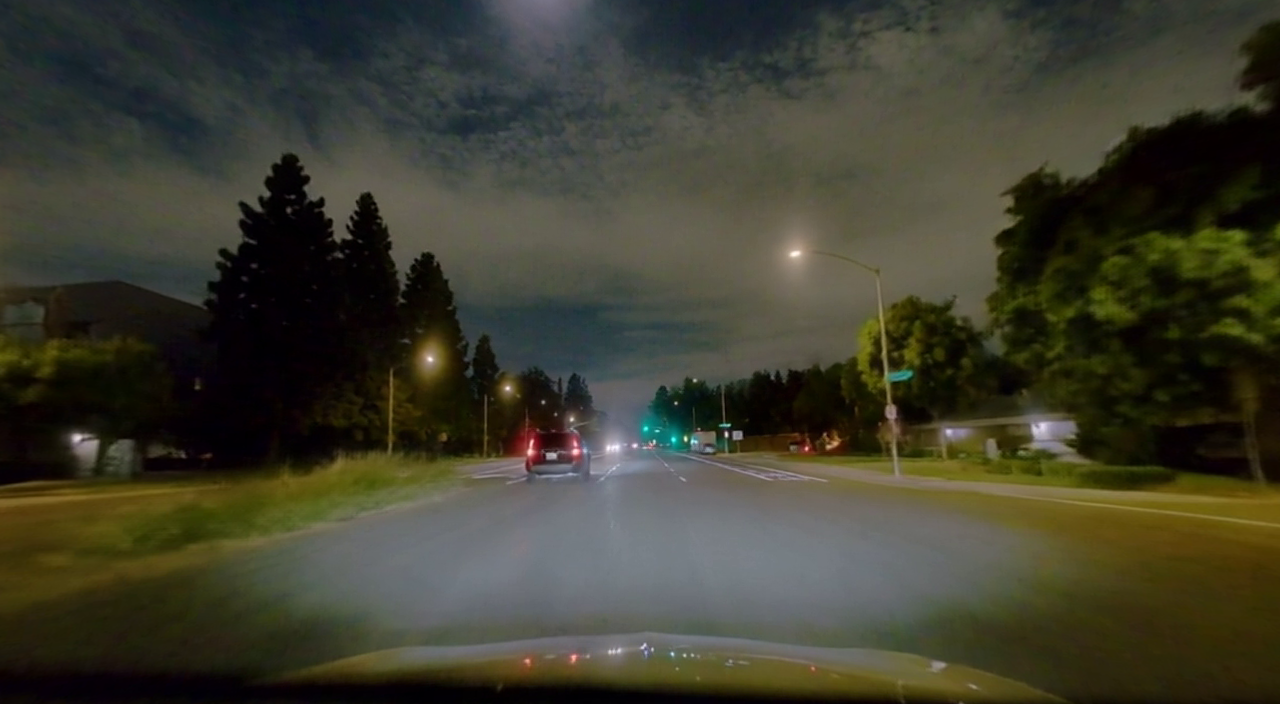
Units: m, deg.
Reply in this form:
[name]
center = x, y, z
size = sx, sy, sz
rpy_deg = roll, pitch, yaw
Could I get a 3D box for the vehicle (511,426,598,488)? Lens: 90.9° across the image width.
[vehicle]
center = -2.744, 3.529, 21.485
size = 2.179, 1.851, 4.756
rpy_deg = 0, -8, 2
